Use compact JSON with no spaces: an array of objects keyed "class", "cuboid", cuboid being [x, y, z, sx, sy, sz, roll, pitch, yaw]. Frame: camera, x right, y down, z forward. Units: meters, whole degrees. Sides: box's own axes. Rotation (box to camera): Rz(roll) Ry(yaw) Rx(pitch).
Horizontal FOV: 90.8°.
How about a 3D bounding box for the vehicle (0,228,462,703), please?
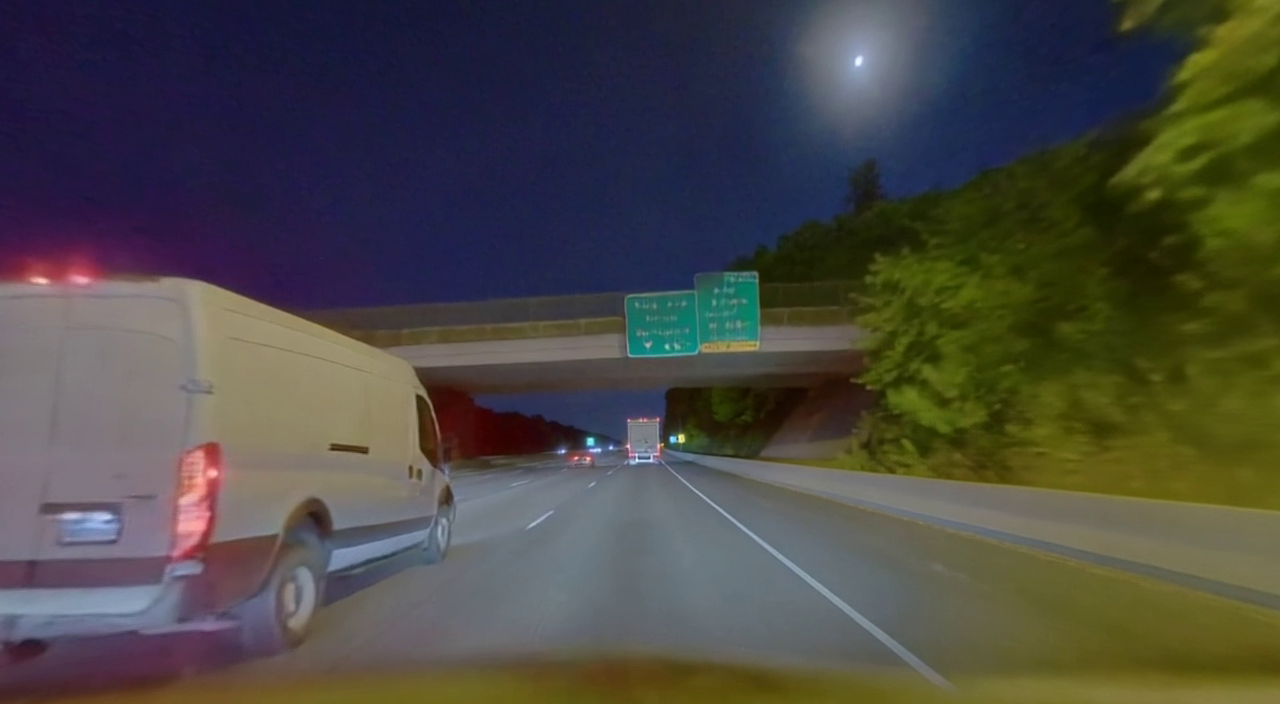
[{"class":"vehicle","cuboid":[-3.911,1.078,6.339,2.504,2.694,5.934,0,-9,0]}]
